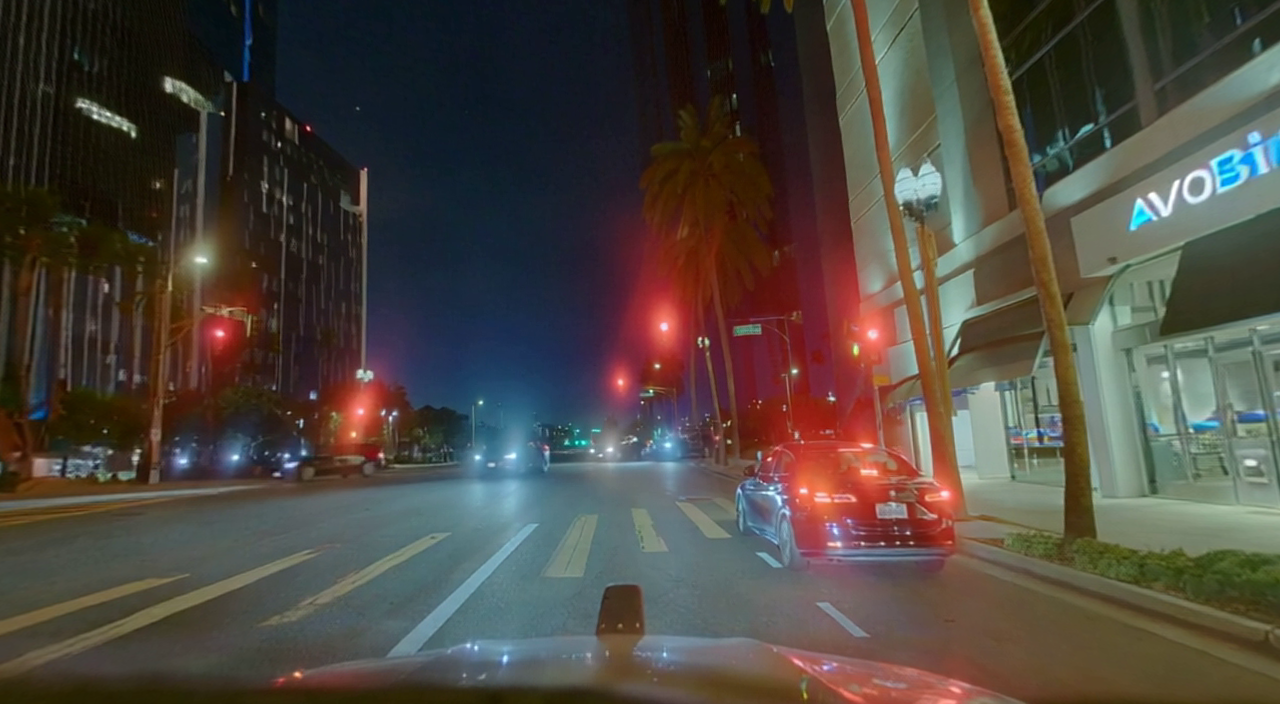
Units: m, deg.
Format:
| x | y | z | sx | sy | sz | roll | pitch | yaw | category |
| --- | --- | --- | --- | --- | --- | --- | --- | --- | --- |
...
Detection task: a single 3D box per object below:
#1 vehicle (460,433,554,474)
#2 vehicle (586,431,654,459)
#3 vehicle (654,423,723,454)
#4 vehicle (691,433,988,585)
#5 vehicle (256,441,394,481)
| x | y | z | sx | sy | sz | roll | pitch | yaw | category |
| --- | --- | --- | --- | --- | --- | --- | --- | --- | --- |
| -5.233 | 4.063 | 25.496 | 2.052 | 1.478 | 4.395 | -2 | -9 | 12 | vehicle |
| -1.315 | 6.510 | 44.104 | 2.029 | 1.822 | 5.090 | -6 | -10 | 36 | vehicle |
| 3.422 | 5.973 | 43.251 | 2.190 | 1.964 | 5.614 | -6 | -10 | 34 | vehicle |
| 2.197 | 1.893 | 8.663 | 2.090 | 1.466 | 4.676 | 1 | -8 | -7 | vehicle |
| -13.130 | 4.532 | 26.654 | 1.896 | 1.492 | 4.808 | -6 | -10 | 34 | vehicle |
